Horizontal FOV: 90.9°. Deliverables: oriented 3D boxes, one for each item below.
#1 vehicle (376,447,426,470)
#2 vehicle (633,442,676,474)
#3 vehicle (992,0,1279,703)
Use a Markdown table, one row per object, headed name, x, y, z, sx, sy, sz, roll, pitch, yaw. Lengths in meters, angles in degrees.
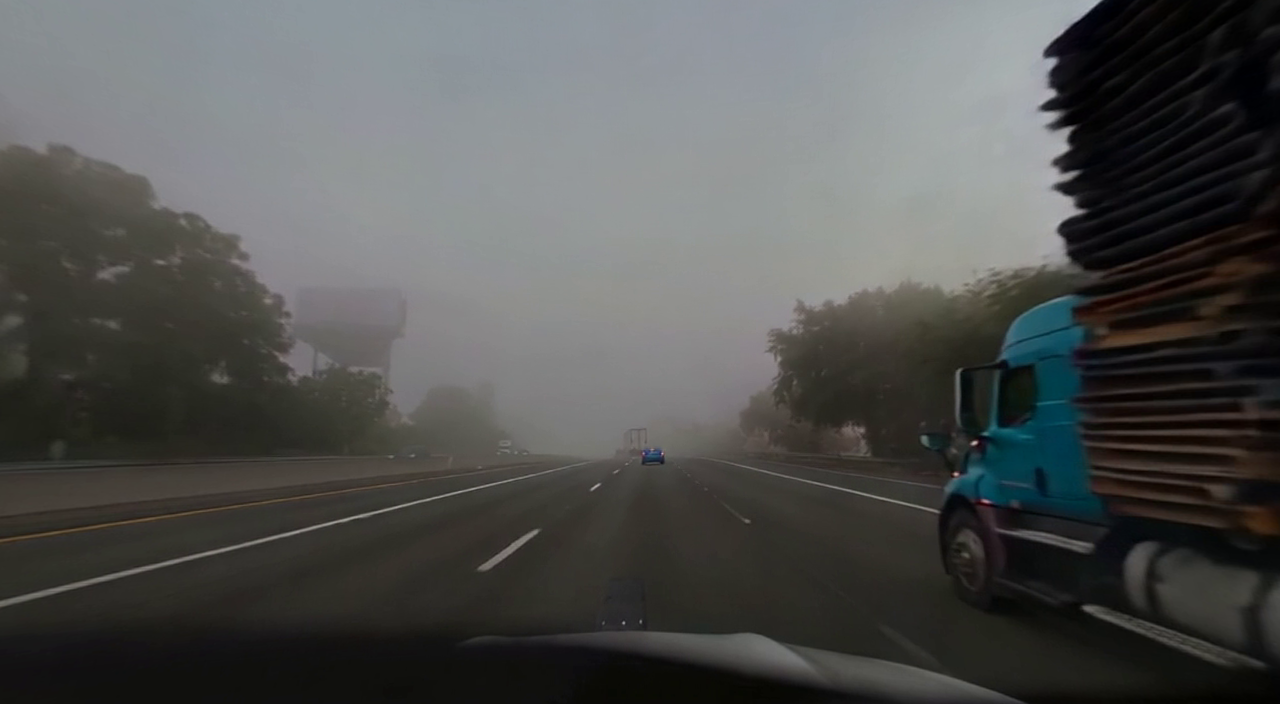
| name | x | y | z | sx | sy | sz | roll | pitch | yaw |
| --- | --- | --- | --- | --- | --- | --- | --- | --- | --- |
| vehicle | -17.570 | 7.824 | 46.595 | 1.885 | 1.542 | 4.520 | 0 | -9 | 1 |
| vehicle | 0.677 | 5.431 | 32.459 | 2.042 | 1.528 | 4.300 | 0 | -9 | 0 |
| vehicle | 4.069 | -0.614 | 0.124 | 3.071 | 3.888 | 8.330 | 0 | -9 | 0 |
